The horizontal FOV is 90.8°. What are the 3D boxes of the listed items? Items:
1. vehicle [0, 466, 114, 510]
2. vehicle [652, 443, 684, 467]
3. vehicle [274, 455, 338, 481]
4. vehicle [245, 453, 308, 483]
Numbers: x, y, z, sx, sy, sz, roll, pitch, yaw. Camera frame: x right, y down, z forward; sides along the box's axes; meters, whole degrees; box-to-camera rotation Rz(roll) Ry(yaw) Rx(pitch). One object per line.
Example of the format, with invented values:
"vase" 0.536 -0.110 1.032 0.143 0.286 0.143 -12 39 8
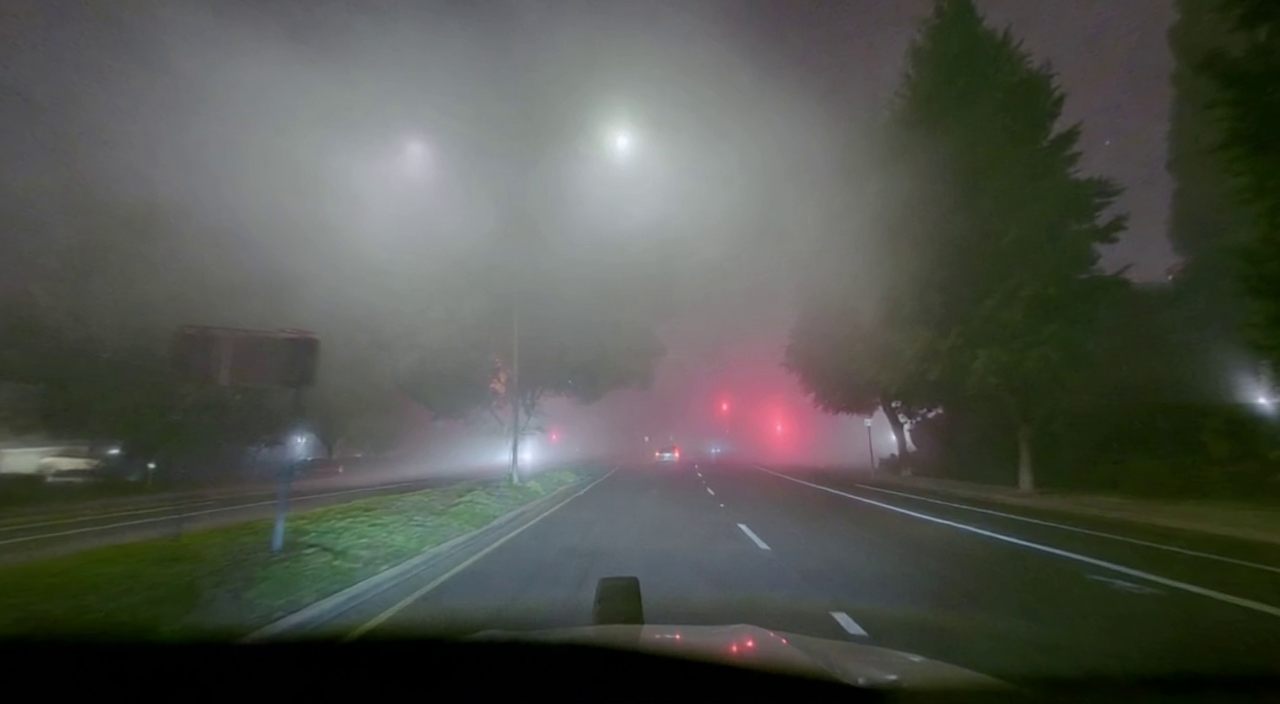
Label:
"vehicle" -25.295 5.726 26.855 1.849 1.438 4.725 -3 -8 0
"vehicle" 2.010 7.206 44.383 2.037 1.568 3.693 -1 -9 5
"vehicle" -23.796 8.280 45.258 1.956 1.637 4.323 -1 -9 5
"vehicle" -26.485 8.468 46.239 1.961 1.865 4.266 -5 -8 3
